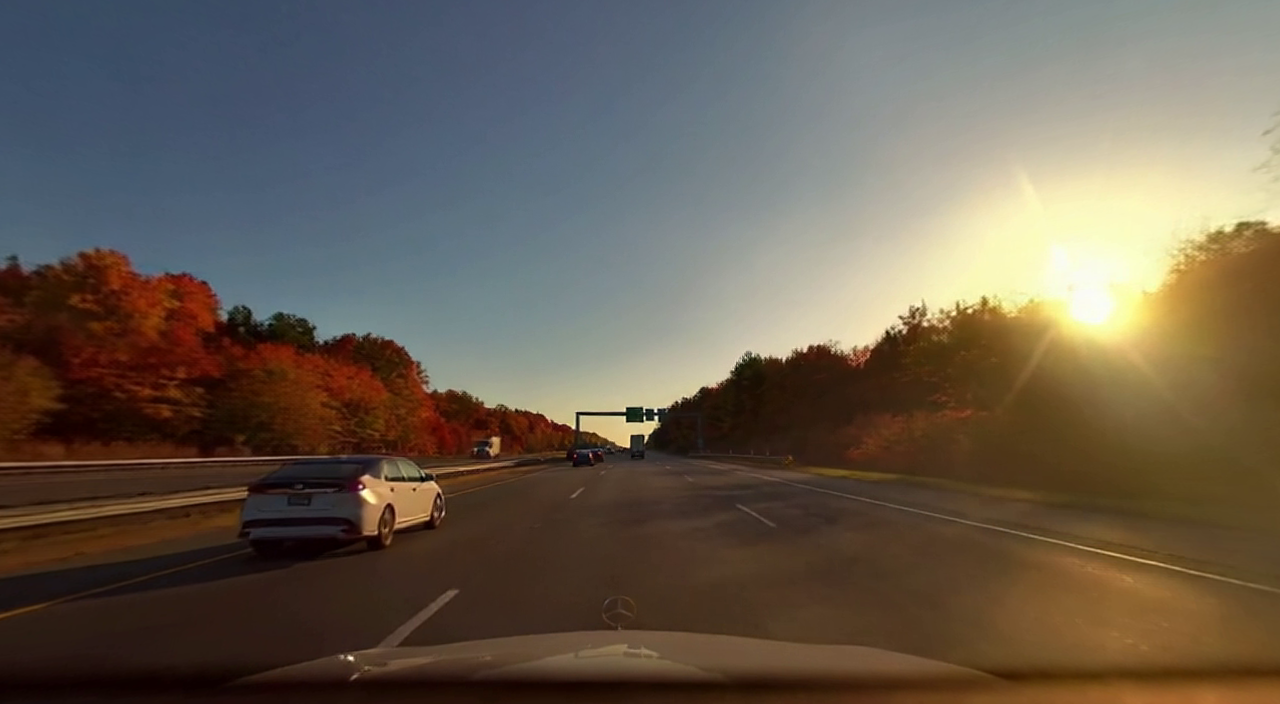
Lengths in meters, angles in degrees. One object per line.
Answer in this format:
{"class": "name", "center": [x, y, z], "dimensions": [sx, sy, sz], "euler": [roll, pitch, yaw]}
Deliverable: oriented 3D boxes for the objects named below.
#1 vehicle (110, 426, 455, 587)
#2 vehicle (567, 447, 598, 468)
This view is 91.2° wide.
{"class": "vehicle", "center": [-4.059, 1.811, 8.143], "dimensions": [2.071, 1.525, 4.058], "euler": [0, -9, 0]}
{"class": "vehicle", "center": [-4.307, 7.959, 47.391], "dimensions": [1.963, 1.475, 3.665], "euler": [0, -9, 0]}
